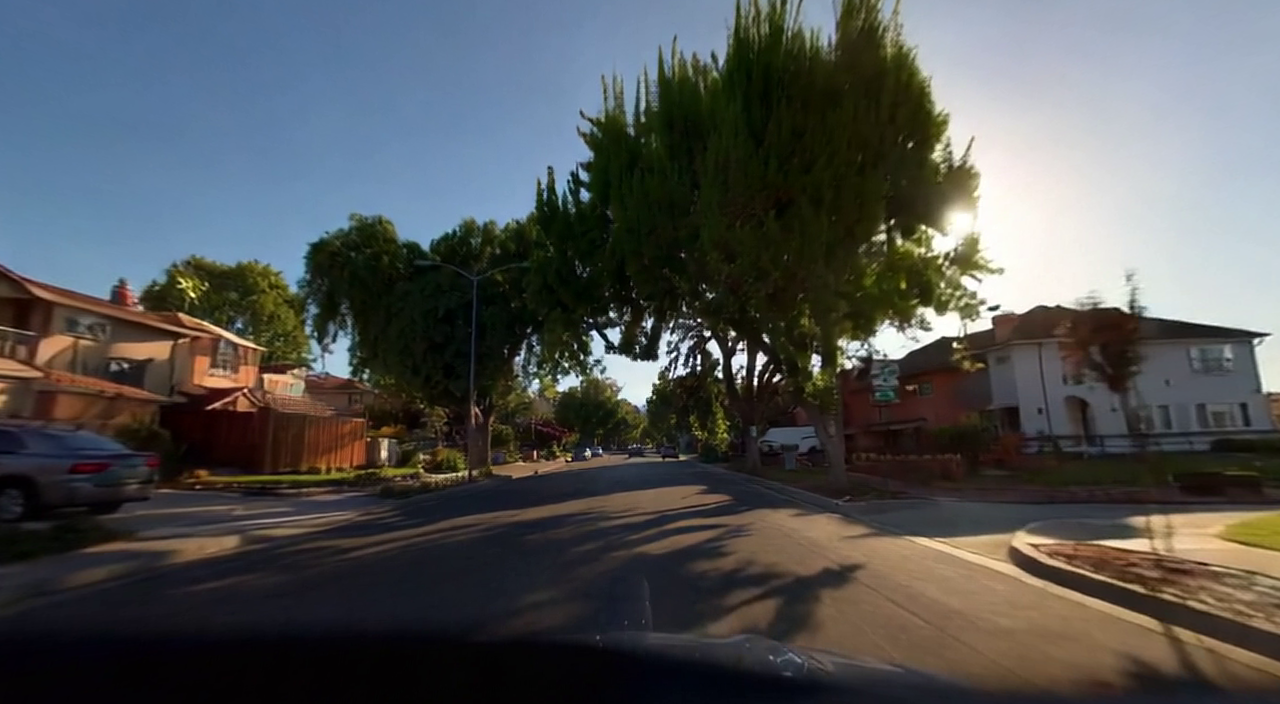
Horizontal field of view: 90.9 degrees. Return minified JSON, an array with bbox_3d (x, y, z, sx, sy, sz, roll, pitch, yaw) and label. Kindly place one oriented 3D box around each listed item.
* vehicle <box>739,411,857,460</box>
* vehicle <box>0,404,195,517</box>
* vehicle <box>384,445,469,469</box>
[{"bbox_3d":[10.773,5.775,43.514,7.362,3.227,2.674,0,-9,-2],"label":"vehicle"},{"bbox_3d":[-13.052,2.145,12.776,5.946,2.048,2.595,1,-9,-3],"label":"vehicle"},{"bbox_3d":[-13.772,6.802,40.845,4.764,1.514,1.912,0,-9,-1],"label":"vehicle"}]
